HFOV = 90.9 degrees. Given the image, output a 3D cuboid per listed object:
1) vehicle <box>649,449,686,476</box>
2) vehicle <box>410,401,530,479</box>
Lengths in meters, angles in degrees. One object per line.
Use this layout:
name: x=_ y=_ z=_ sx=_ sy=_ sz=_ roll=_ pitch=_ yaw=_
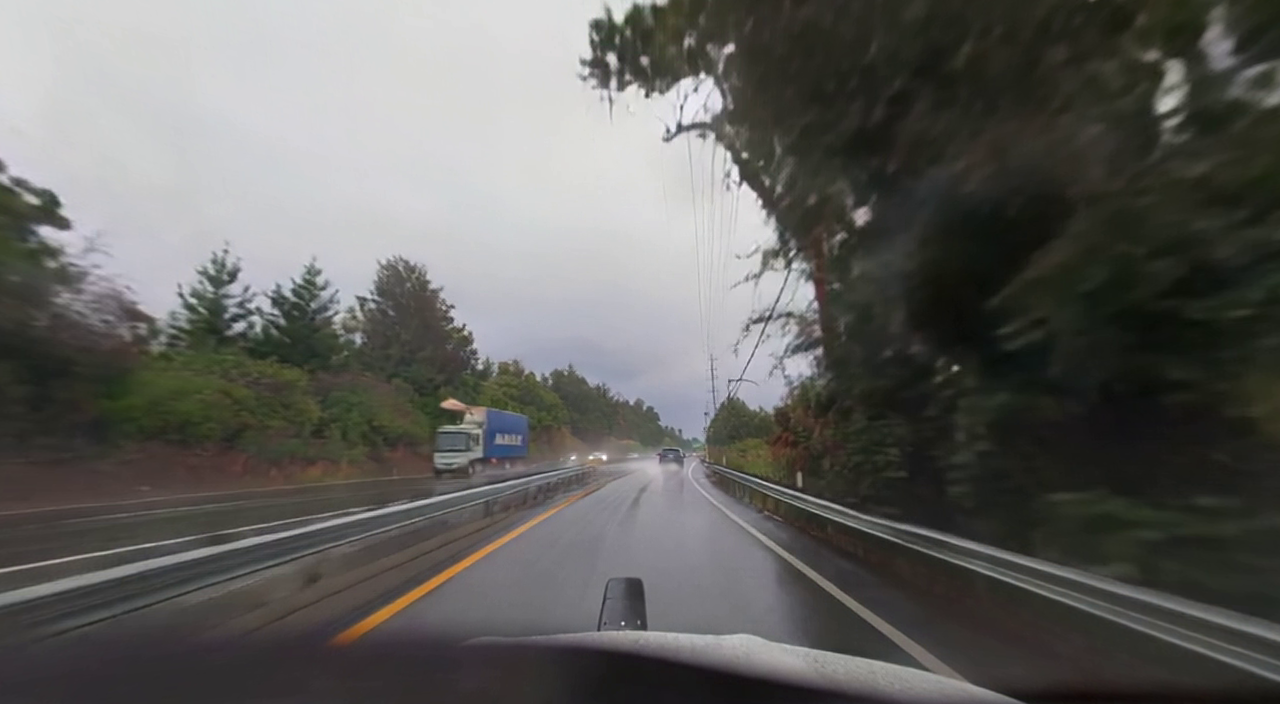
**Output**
vehicle: x=1.626 y=6.527 z=37.356 sx=2.080 sy=1.486 sz=3.813 roll=-1 pitch=-9 yaw=3
vehicle: x=-9.293 y=5.198 z=36.436 sx=3.005 sy=3.782 sz=10.956 roll=-1 pitch=-9 yaw=5
